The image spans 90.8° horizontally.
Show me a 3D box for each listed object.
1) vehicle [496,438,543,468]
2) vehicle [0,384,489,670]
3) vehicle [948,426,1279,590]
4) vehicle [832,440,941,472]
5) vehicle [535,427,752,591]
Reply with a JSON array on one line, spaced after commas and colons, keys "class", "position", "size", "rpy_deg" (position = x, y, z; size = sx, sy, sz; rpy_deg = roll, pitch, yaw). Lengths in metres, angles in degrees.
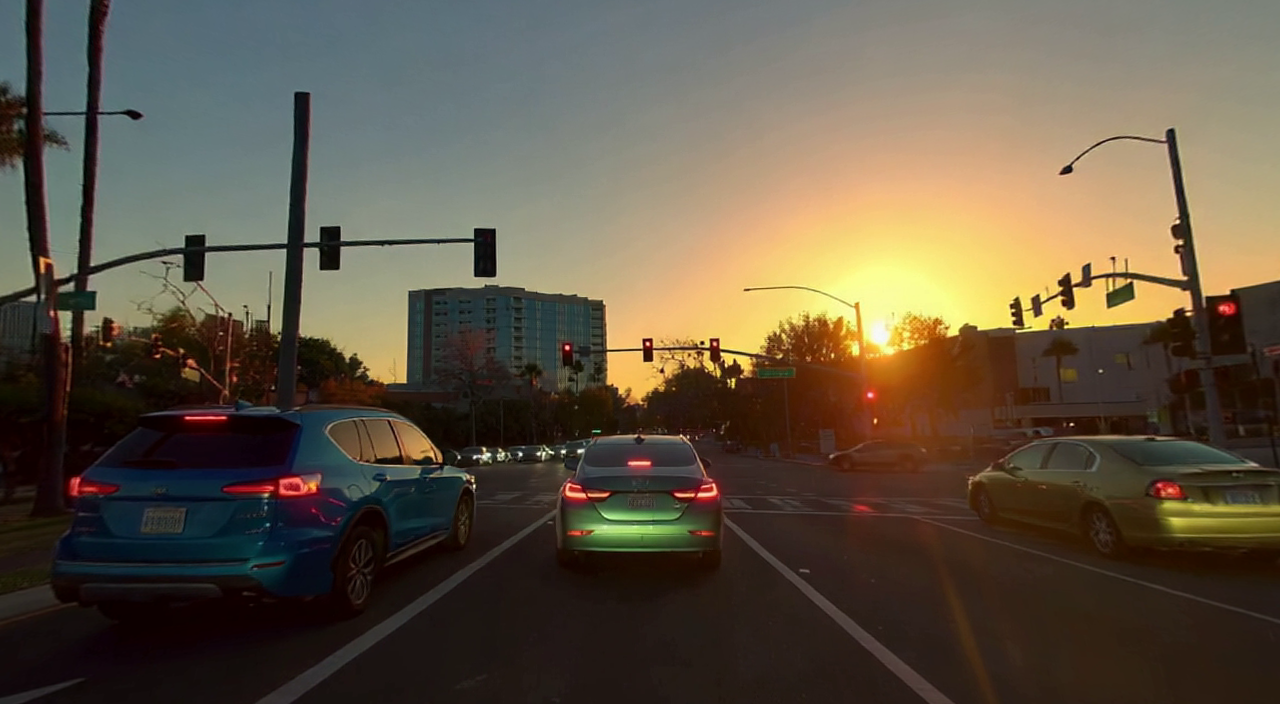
[{"class": "vehicle", "position": [-7.936, 6.697, 42.030], "size": [2.130, 1.810, 4.450], "rpy_deg": [-2, -8, 1]}, {"class": "vehicle", "position": [-3.101, 1.367, 6.068], "size": [2.051, 1.682, 4.467], "rpy_deg": [0, -8, 2]}, {"class": "vehicle", "position": [6.088, 1.761, 8.087], "size": [1.970, 1.489, 4.482], "rpy_deg": [0, -8, -1]}, {"class": "vehicle", "position": [12.510, 5.305, 32.278], "size": [4.705, 1.560, 1.887], "rpy_deg": [0, -8, 0]}, {"class": "vehicle", "position": [-0.001, 1.706, 7.717], "size": [1.942, 1.445, 3.973], "rpy_deg": [0, -8, -1]}]
